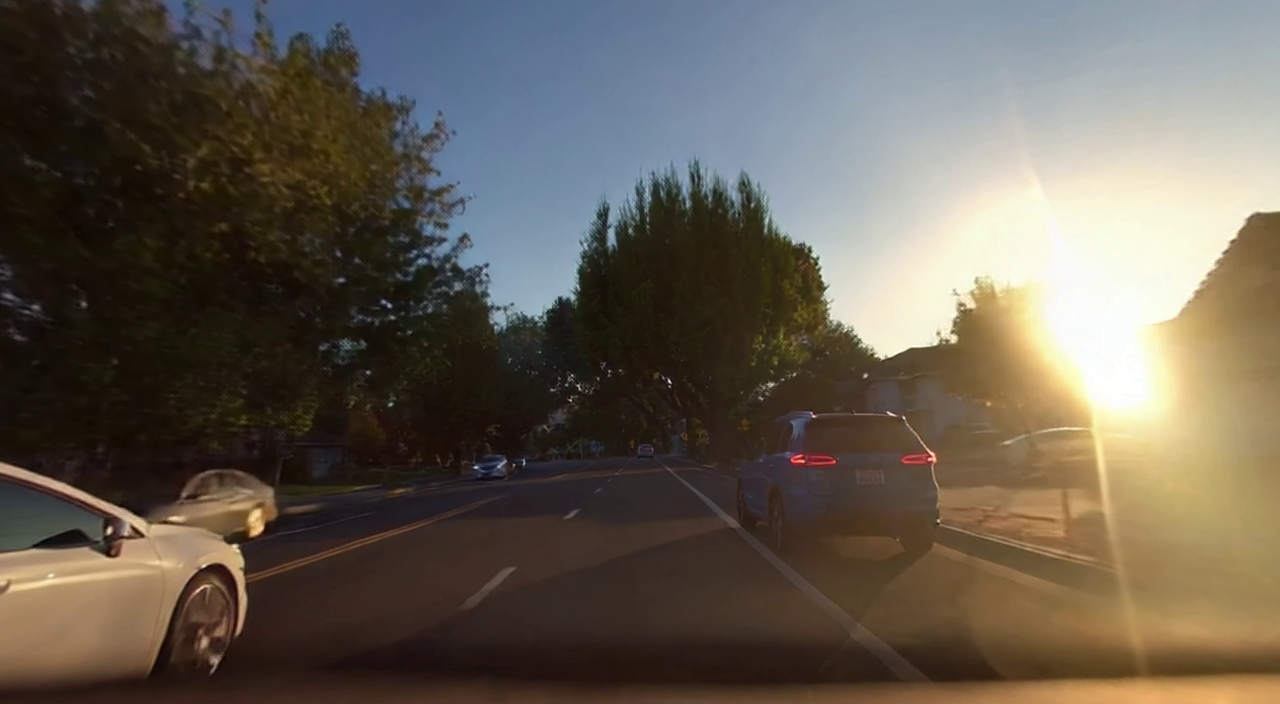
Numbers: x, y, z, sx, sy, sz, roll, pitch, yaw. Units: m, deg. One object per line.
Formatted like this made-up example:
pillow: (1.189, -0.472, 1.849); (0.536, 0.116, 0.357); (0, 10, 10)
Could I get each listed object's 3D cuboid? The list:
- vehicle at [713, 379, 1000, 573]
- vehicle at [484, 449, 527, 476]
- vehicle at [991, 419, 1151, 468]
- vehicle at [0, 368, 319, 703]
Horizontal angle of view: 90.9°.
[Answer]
vehicle: (2.665, 1.741, 9.673); (2.338, 2.063, 5.592); (0, -8, -1)
vehicle: (-9.381, 7.731, 44.195); (2.058, 1.718, 4.232); (-1, -8, 0)
vehicle: (15.929, 3.400, 23.489); (4.392, 1.701, 1.991); (-1, -8, 2)
vehicle: (-3.251, 0.875, 2.006); (2.058, 1.659, 4.514); (-1, -8, 0)
